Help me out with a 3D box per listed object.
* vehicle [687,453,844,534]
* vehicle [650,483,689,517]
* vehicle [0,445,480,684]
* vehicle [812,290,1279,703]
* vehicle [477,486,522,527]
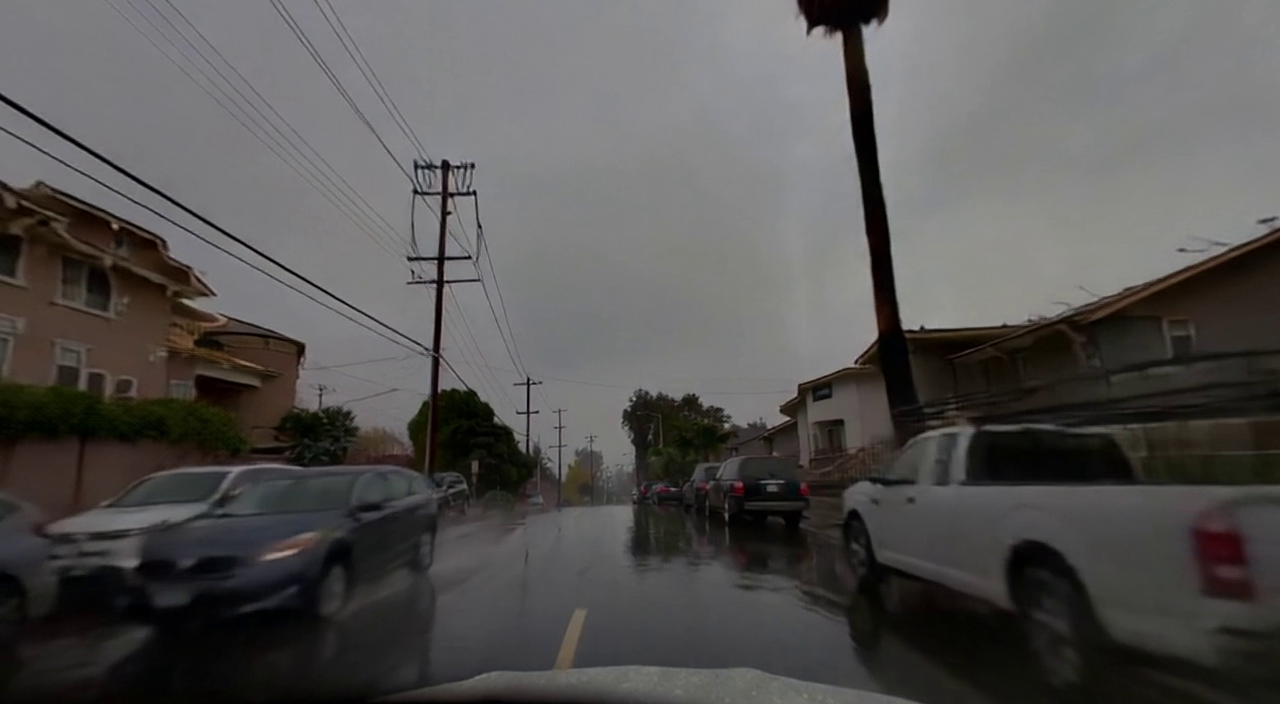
[{"bbox_3d":[2.629,3.123,14.588,2.212,1.476,4.678,1,-8,-6],"label":"vehicle"},{"bbox_3d":[1.543,7.951,34.004,1.756,1.455,3.965,1,-8,-2],"label":"vehicle"},{"bbox_3d":[-3.225,1.687,6.332,2.060,1.483,4.574,0,-8,0],"label":"vehicle"},{"bbox_3d":[3.336,1.084,4.217,2.358,2.008,5.957,0,-8,-3],"label":"vehicle"},{"bbox_3d":[-8.158,8.982,36.974,1.933,1.824,5.142,1,-8,-6],"label":"vehicle"}]
